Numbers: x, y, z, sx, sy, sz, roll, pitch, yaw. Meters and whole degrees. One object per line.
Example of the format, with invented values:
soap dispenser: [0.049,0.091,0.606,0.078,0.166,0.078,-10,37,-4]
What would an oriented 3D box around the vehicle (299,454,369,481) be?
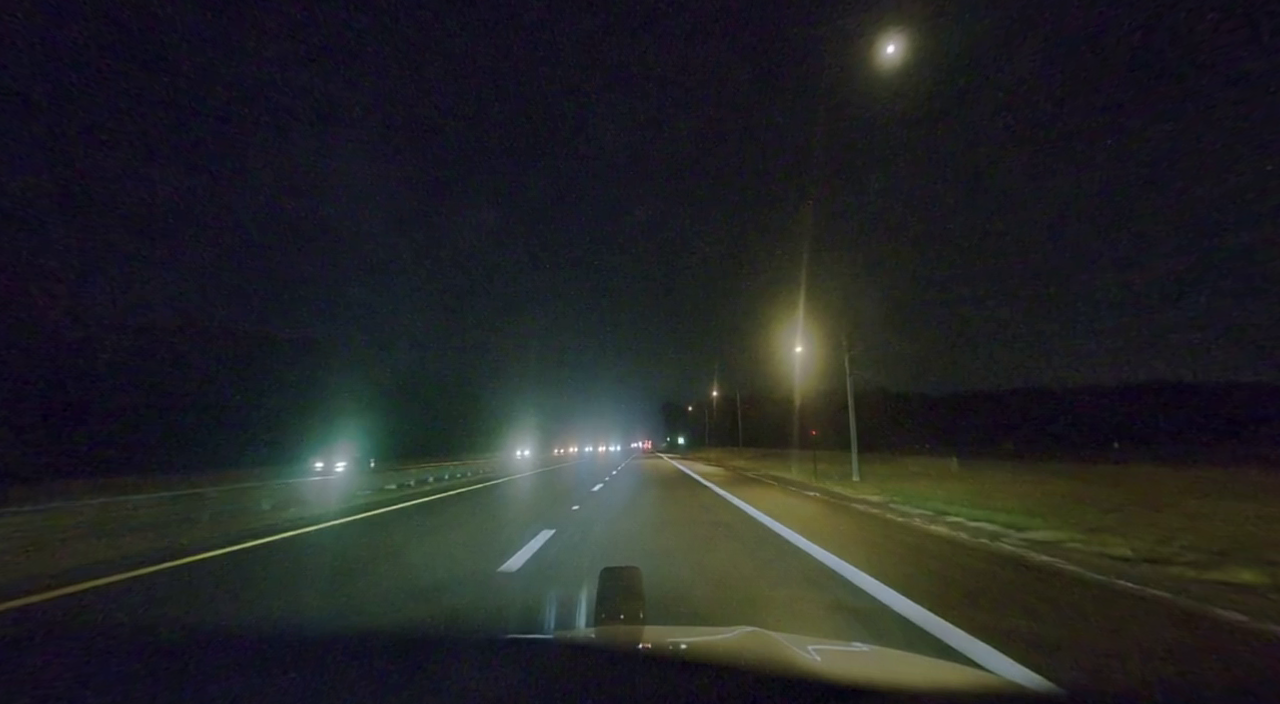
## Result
vehicle: [-19.044,7.204,39.435,1.956,1.520,4.555,0,-9,1]
